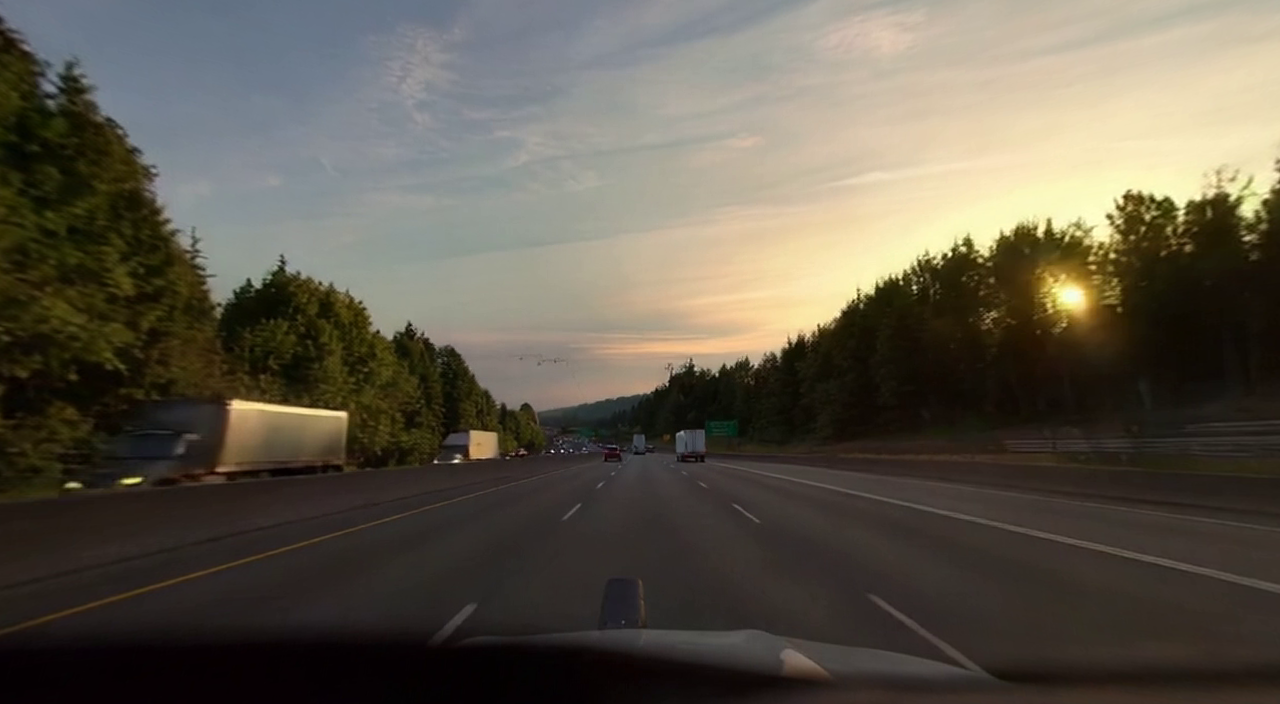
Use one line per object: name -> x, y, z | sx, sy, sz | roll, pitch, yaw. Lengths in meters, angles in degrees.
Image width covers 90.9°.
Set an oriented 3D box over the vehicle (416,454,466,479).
vehicle -> -13.581, 7.804, 43.291 | 1.879, 1.561, 4.362 | -1, -9, 2
